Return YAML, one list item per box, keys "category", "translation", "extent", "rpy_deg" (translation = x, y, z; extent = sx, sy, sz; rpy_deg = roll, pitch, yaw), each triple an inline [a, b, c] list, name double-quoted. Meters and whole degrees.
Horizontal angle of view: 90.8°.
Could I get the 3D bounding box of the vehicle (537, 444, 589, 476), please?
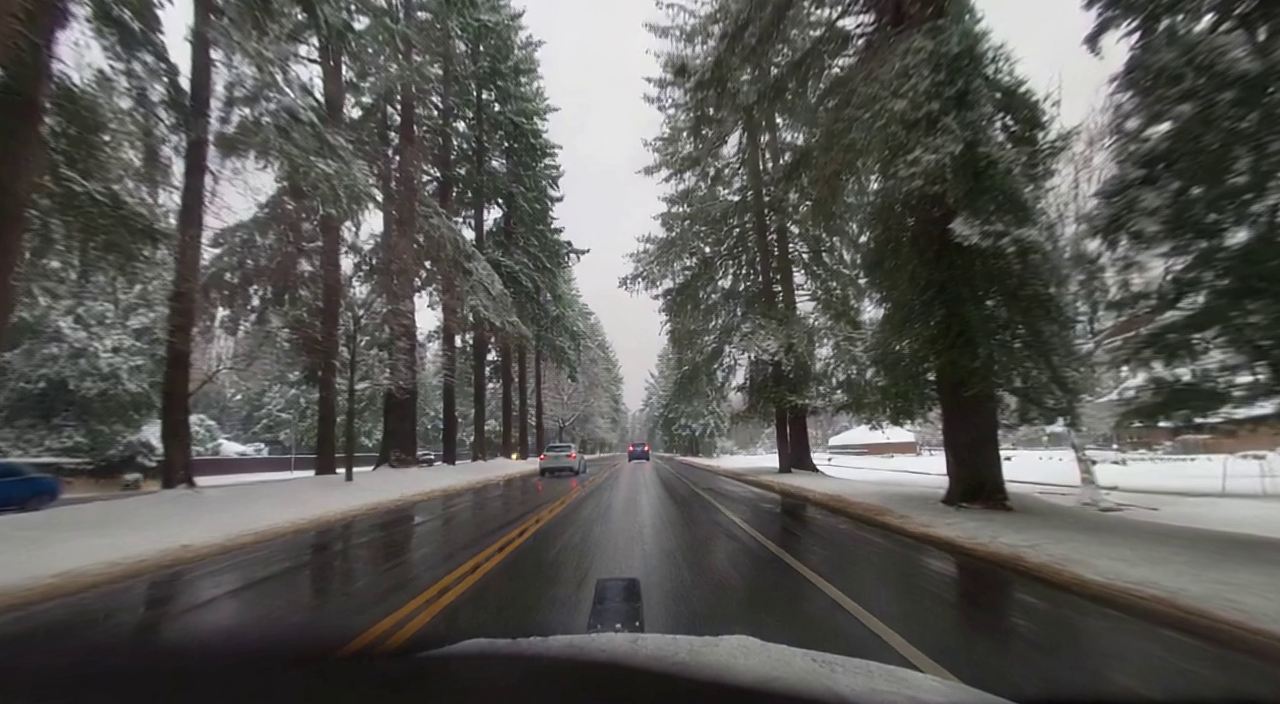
- category: "vehicle"
  translation: [-3.627, 5.166, 30.508]
  extent: [1.917, 1.448, 4.178]
  rpy_deg: [0, -8, 1]
